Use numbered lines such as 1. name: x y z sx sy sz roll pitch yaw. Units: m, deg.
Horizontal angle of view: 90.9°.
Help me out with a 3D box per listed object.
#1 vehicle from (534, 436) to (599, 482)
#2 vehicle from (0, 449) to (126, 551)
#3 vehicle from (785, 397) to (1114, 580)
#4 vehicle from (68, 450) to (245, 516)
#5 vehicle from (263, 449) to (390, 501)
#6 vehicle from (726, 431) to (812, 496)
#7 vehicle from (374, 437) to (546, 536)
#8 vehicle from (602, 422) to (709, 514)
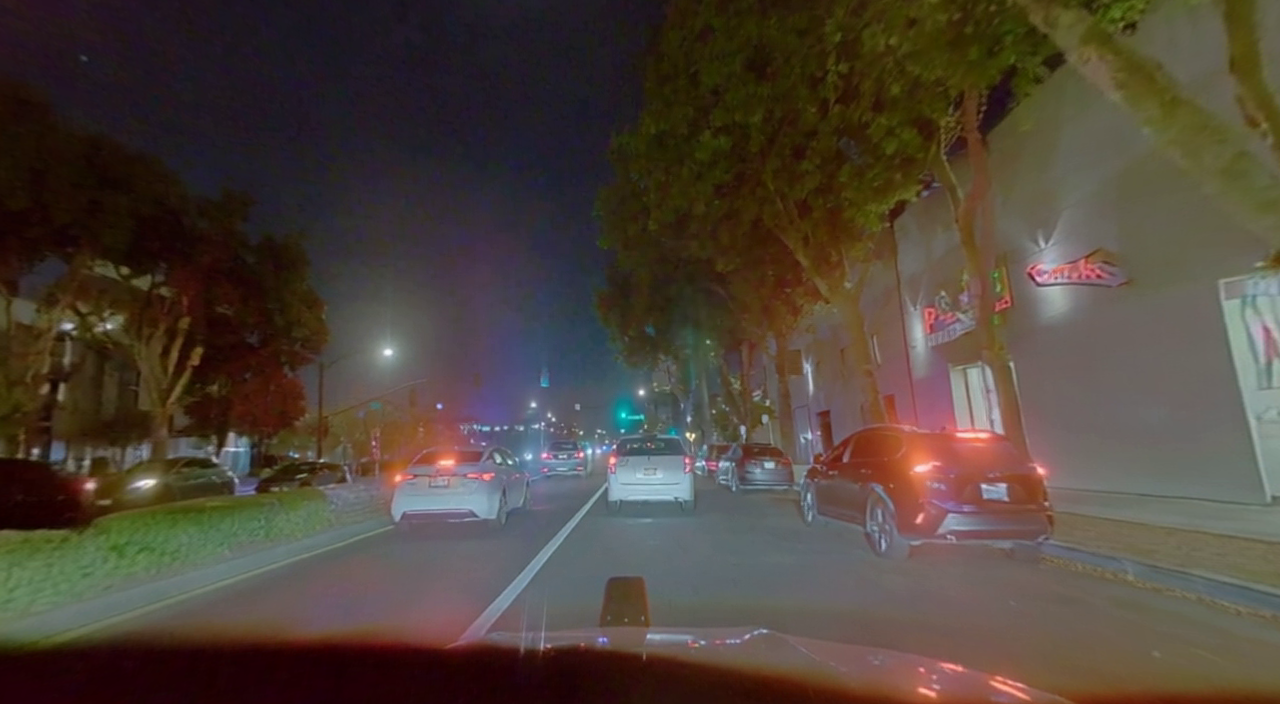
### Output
1. vehicle: -3.055 4.554 27.150 2.135 1.806 4.514 0 -8 1
2. vehicle: -10.640 2.236 9.373 2.041 1.500 4.684 -2 -8 0
3. vehicle: 4.017 1.899 9.730 2.038 1.865 5.786 3 -9 -1
4. vehicle: -14.437 3.886 19.219 2.056 1.619 4.270 -3 -8 -1
5. vehicle: -10.832 4.229 22.231 2.158 1.494 4.480 -3 -9 1
6. vehicle: 4.058 3.570 20.535 2.025 1.813 4.372 1 -8 2
7. vehicle: -3.046 2.359 11.712 1.908 1.474 4.257 0 -8 0
8. vehicle: 0.305 2.572 14.353 2.075 1.770 4.018 0 -8 0
